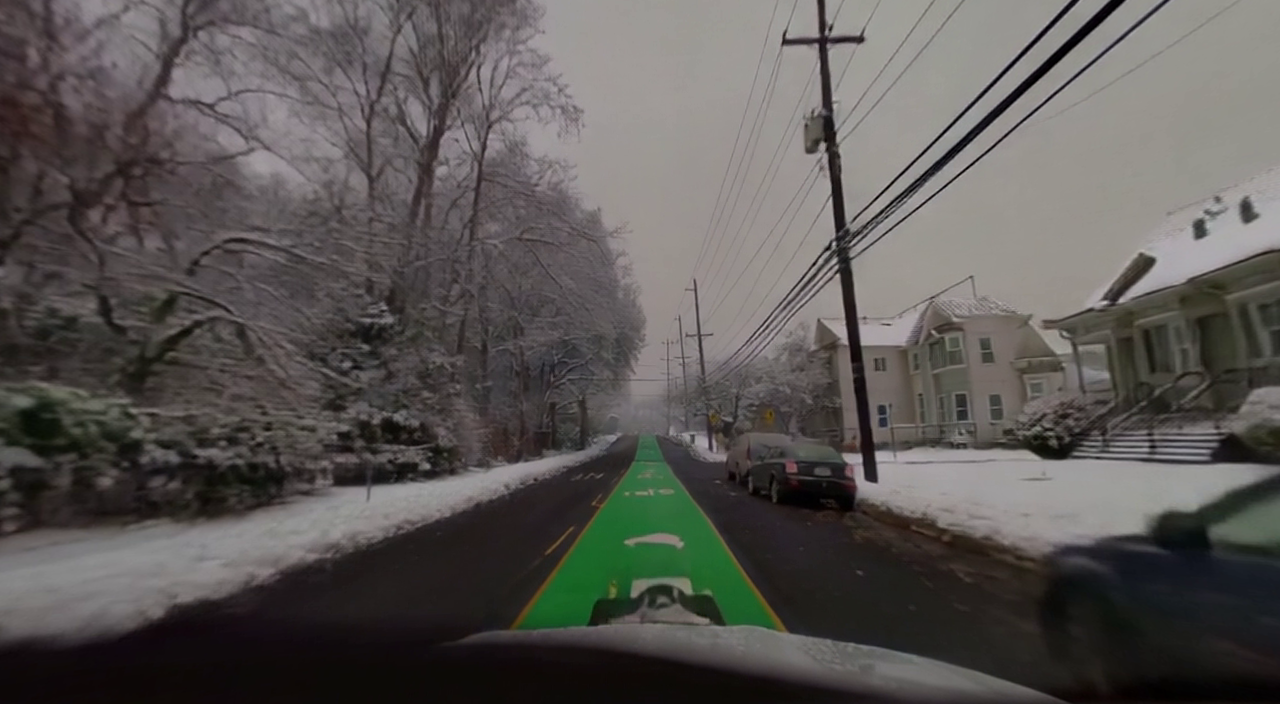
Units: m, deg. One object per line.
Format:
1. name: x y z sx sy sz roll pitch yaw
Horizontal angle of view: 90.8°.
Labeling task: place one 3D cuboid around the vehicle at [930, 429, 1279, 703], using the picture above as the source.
1. vehicle: 3.376 1.074 2.558 2.235 1.500 4.496 0 -9 0

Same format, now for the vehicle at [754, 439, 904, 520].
1. vehicle: 3.965 2.747 14.103 1.981 1.512 4.144 0 -9 -1
